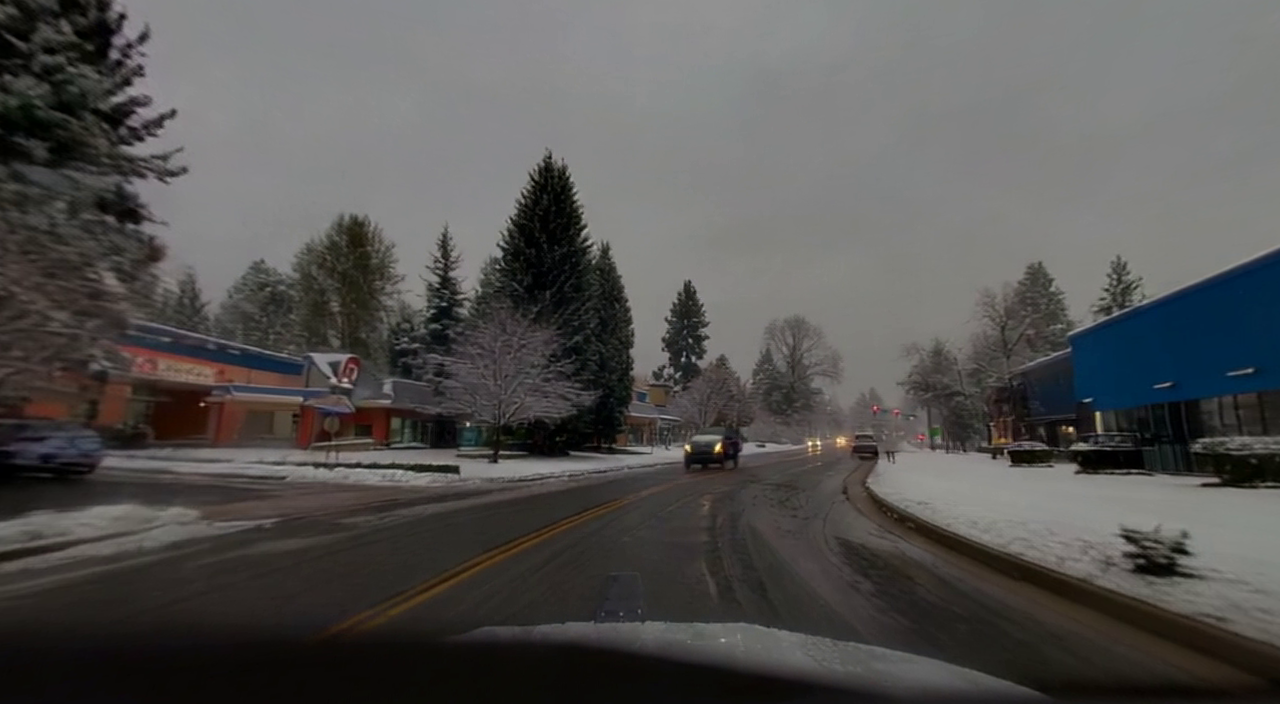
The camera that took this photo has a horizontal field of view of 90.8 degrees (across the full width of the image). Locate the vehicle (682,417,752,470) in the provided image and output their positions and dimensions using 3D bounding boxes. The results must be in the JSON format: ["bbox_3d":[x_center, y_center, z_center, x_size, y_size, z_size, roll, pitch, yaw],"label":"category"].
[{"bbox_3d":[4.710,5.460,37.500,2.674,2.815,6.582,-3,-9,19],"label":"vehicle"}]

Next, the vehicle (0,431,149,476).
[{"bbox_3d":[-23.046,4.098,25.624,4.410,1.689,1.974,2,-9,-17],"label":"vehicle"}]

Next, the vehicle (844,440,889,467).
[{"bbox_3d":[15.808,7.089,44.334,2.292,1.767,5.128,-2,-9,13],"label":"vehicle"}]
